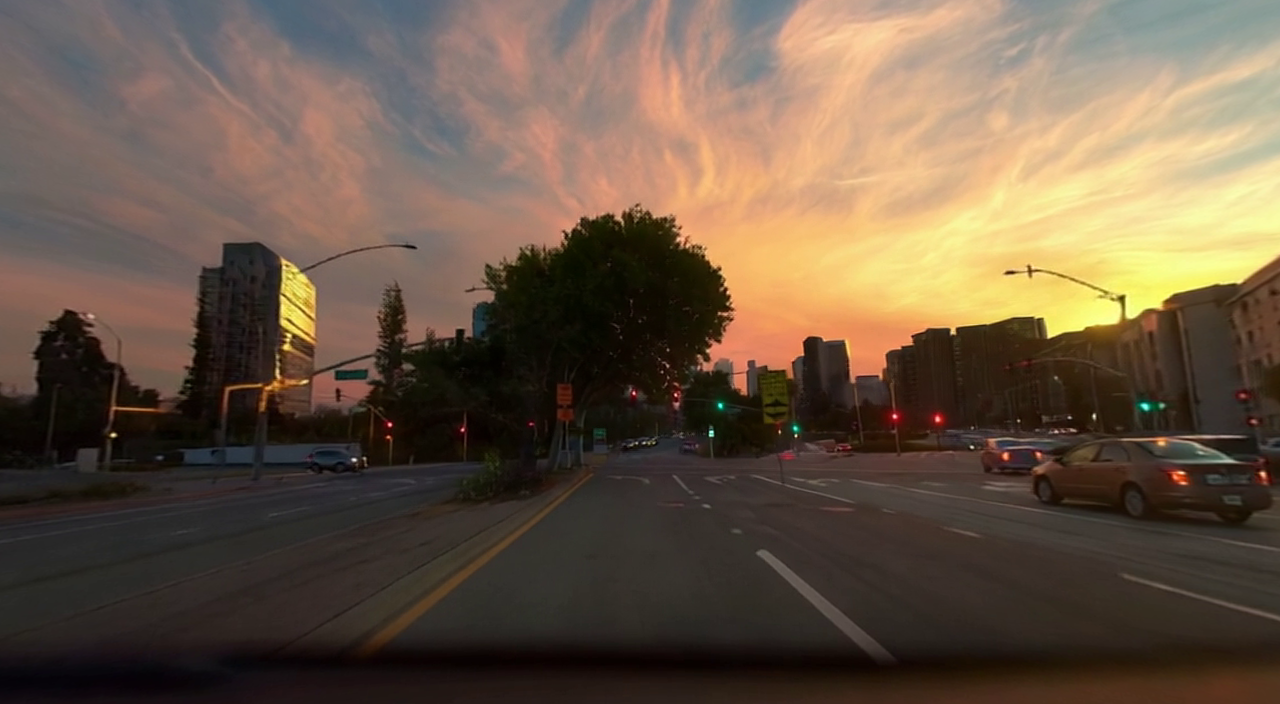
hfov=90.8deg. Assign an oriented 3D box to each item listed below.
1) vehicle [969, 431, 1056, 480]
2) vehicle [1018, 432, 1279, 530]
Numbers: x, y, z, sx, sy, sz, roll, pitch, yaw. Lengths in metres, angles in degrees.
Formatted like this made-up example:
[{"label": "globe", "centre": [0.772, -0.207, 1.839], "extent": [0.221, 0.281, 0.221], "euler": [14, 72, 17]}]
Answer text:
[{"label": "vehicle", "centre": [15.332, 4.252, 26.272], "extent": [1.951, 1.843, 4.335], "euler": [-2, -9, 16]}, {"label": "vehicle", "centre": [9.618, 2.331, 12.088], "extent": [1.933, 1.500, 4.458], "euler": [0, -8, -1]}]
